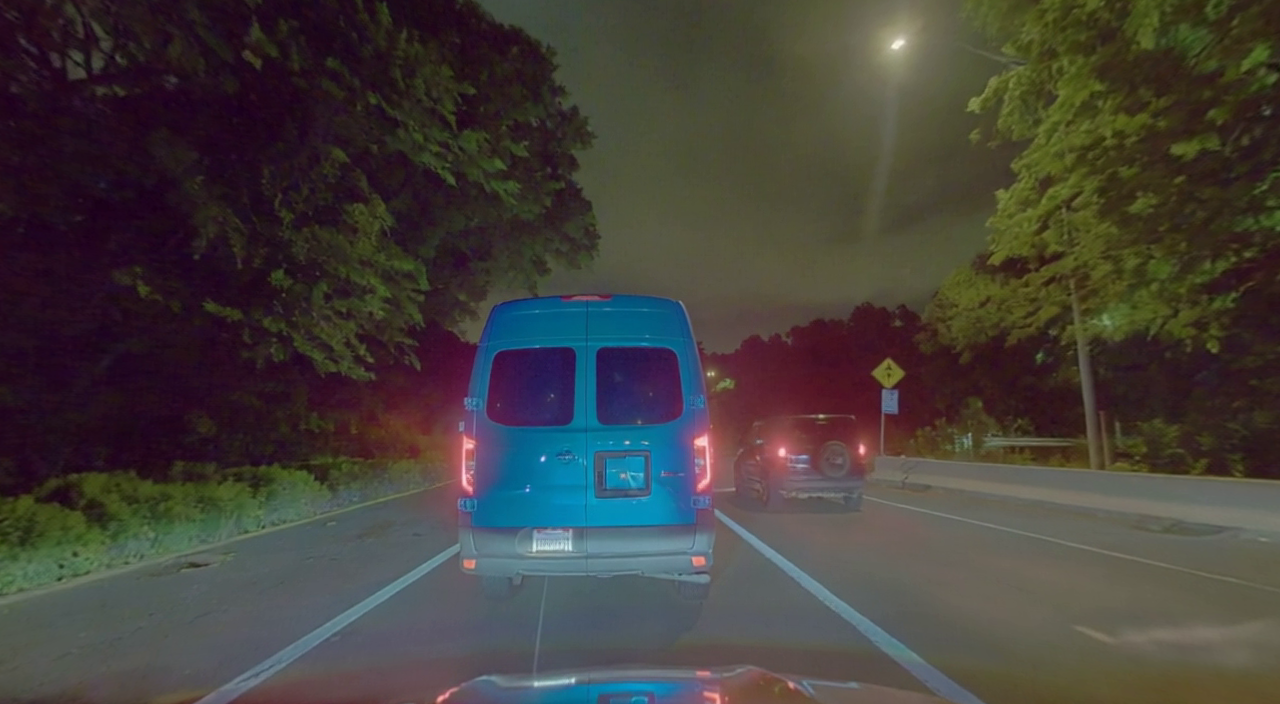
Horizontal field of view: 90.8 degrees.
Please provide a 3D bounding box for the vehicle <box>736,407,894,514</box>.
[{"bbox_3d":[3.395,2.207,13.202,1.988,1.873,3.968,0,-9,-3],"label":"vehicle"}]

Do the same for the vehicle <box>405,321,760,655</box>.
[{"bbox_3d":[-0.326,1.133,6.098,2.145,2.046,4.309,0,-9,1],"label":"vehicle"}]

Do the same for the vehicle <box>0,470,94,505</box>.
[{"bbox_3d":[-28.148,6.139,28.704,4.726,1.456,1.873,1,-9,-4],"label":"vehicle"}]
